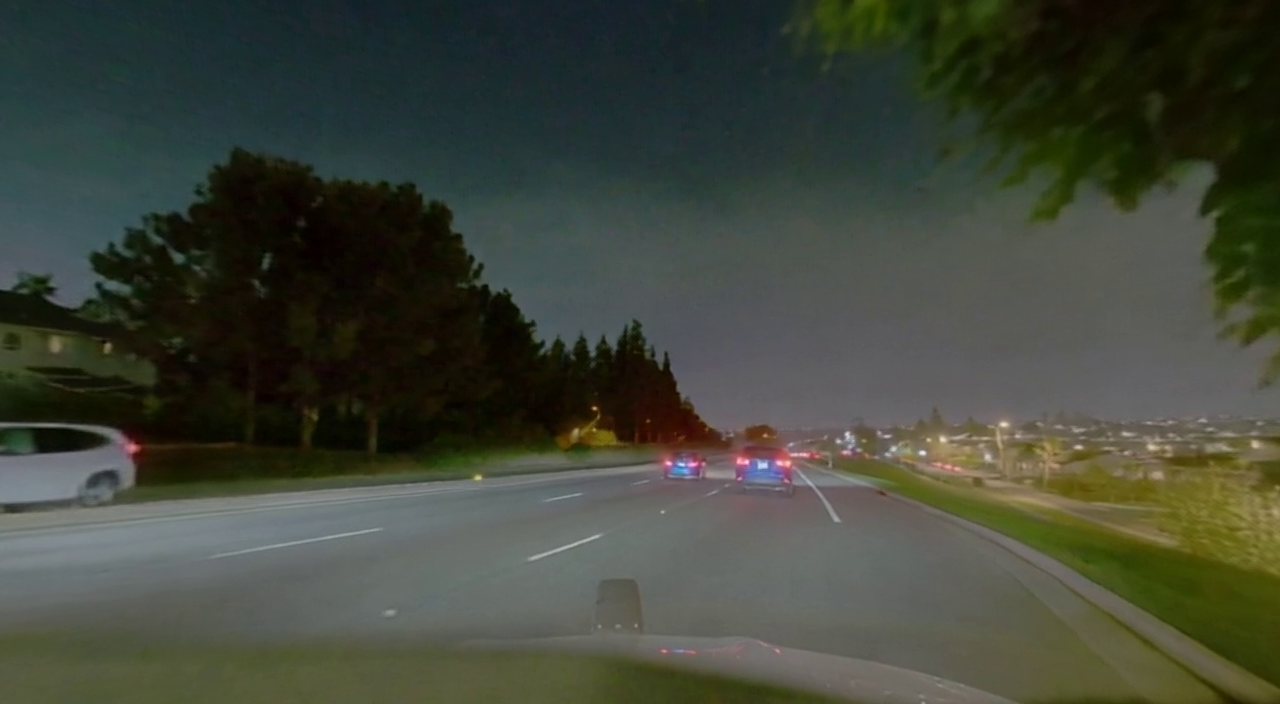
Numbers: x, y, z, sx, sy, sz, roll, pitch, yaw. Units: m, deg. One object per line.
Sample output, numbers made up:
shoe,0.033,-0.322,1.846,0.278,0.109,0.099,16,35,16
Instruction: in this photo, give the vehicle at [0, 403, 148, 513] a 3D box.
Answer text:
vehicle,-11.629,1.805,10.848,1.973,1.826,4.538,-2,-9,17

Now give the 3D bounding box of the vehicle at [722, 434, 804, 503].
vehicle,3.894,3.491,19.440,2.125,1.830,4.370,-2,-9,15

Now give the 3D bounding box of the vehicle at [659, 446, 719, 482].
vehicle,2.474,5.361,30.657,2.123,1.592,4.505,-2,-9,15
